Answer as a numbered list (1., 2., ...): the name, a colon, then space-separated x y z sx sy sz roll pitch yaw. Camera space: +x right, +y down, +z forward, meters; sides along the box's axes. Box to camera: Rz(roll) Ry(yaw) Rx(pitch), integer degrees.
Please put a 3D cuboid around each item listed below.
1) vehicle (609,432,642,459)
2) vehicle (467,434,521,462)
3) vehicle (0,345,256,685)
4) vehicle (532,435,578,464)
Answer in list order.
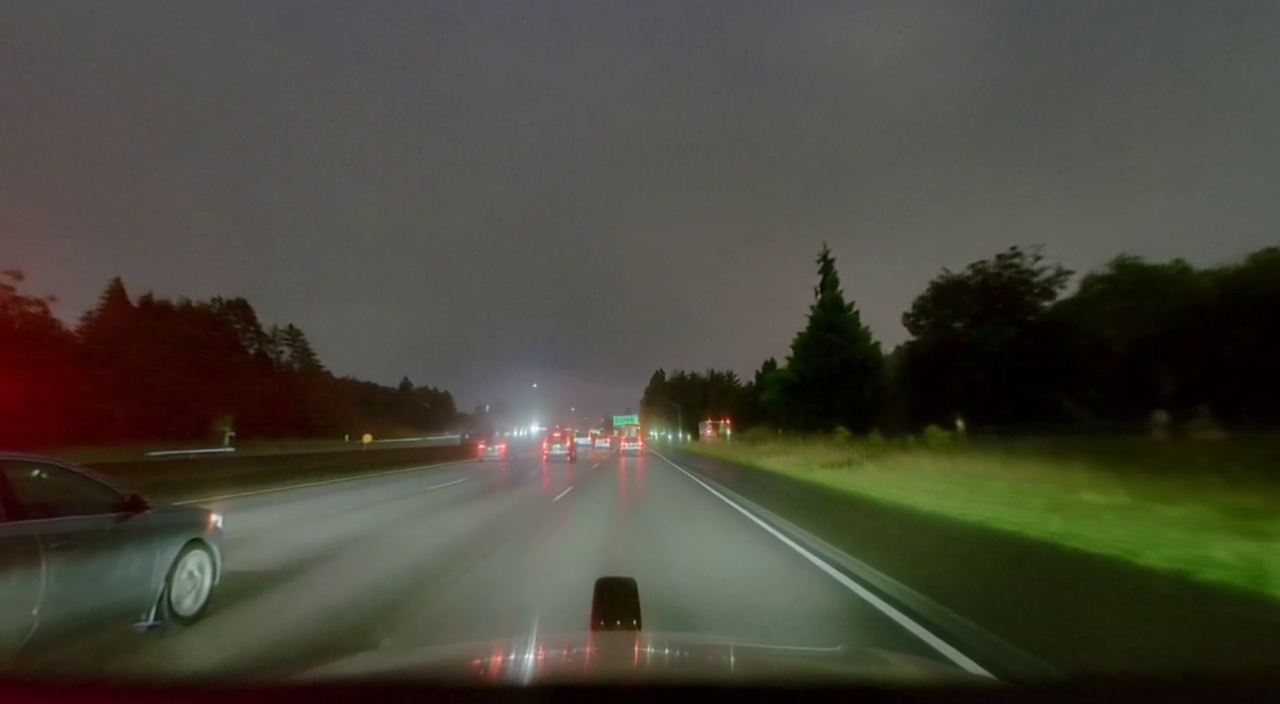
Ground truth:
1. vehicle: -0.915 5.916 39.992 2.002 1.611 3.778 0 -8 -1
2. vehicle: -8.379 5.533 36.513 1.953 1.524 4.863 0 -8 0
3. vehicle: -4.447 0.891 3.446 1.971 1.822 4.366 0 -8 -1
4. vehicle: -4.461 5.168 33.672 1.909 1.445 4.087 0 -8 0
